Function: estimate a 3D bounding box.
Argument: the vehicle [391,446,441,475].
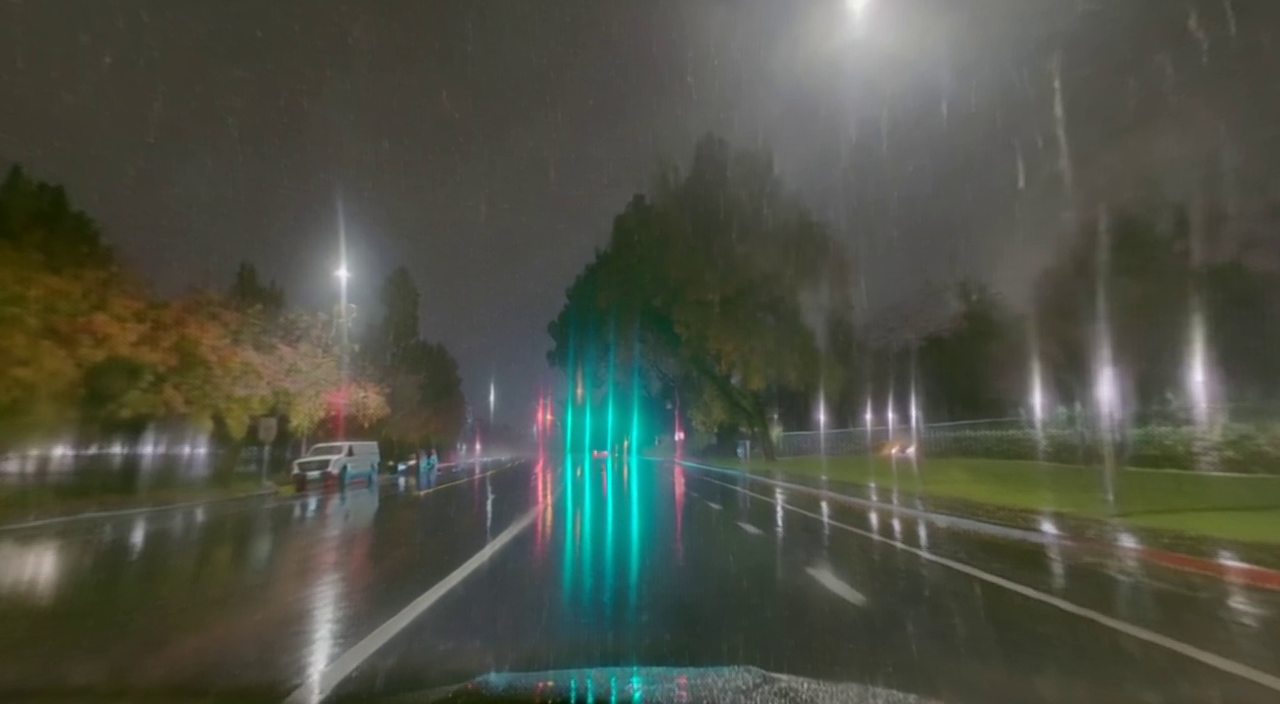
[{"bbox_3d":[-14.760,7.182,41.842,2.090,1.680,4.434,-2,-9,-5],"label":"vehicle"}]

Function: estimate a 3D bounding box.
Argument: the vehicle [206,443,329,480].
[{"bbox_3d":[-19.906,5.840,33.964,5.168,1.886,2.283,0,-8,2],"label":"vehicle"}]

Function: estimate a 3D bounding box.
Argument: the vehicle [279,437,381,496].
[{"bbox_3d":[-13.519,4.928,27.972,2.314,2.144,5.403,-3,-7,-6],"label":"vehicle"}]
